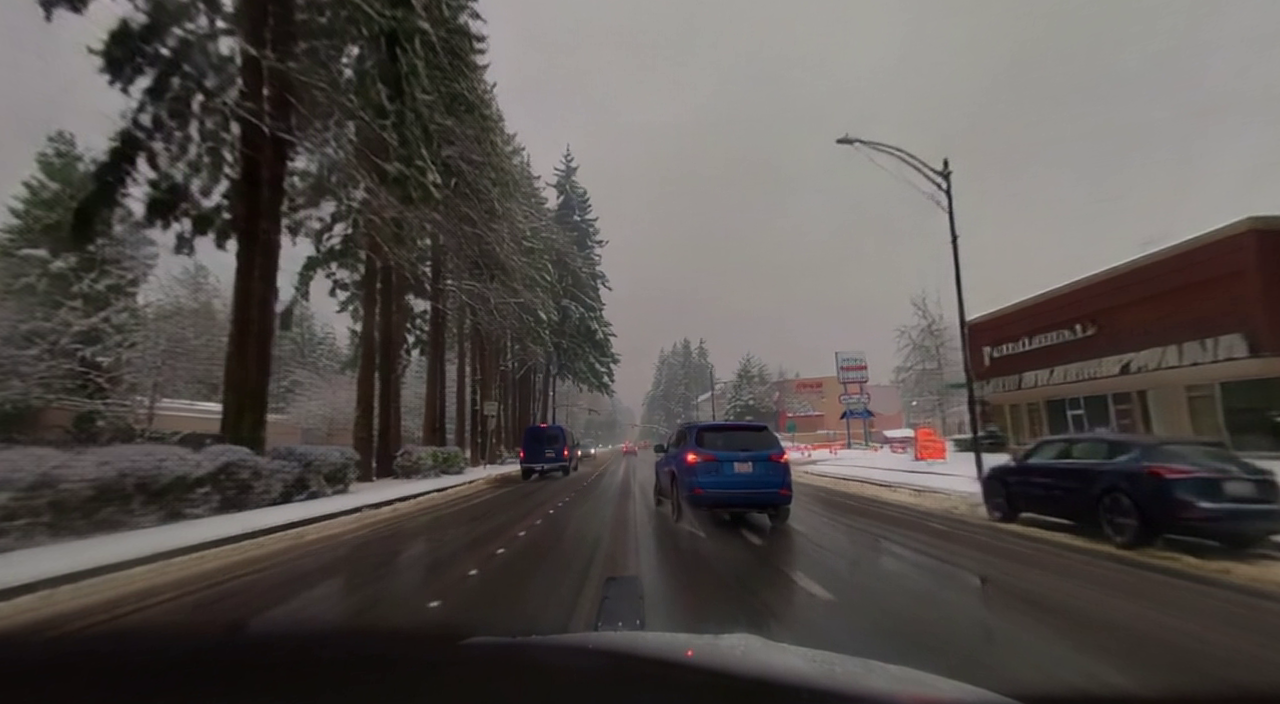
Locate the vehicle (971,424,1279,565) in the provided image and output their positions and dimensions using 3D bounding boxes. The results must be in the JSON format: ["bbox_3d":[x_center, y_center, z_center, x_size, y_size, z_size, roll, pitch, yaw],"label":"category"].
[{"bbox_3d":[6.836,1.837,8.932,1.853,1.483,4.313,0,-8,-1],"label":"vehicle"}]

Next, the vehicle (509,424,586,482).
[{"bbox_3d":[-3.576,4.070,25.611,2.357,2.063,5.488,0,-8,-1],"label":"vehicle"}]

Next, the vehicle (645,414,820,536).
[{"bbox_3d":[1.357,2.075,11.259,2.168,1.725,4.192,0,-8,-5],"label":"vehicle"}]
